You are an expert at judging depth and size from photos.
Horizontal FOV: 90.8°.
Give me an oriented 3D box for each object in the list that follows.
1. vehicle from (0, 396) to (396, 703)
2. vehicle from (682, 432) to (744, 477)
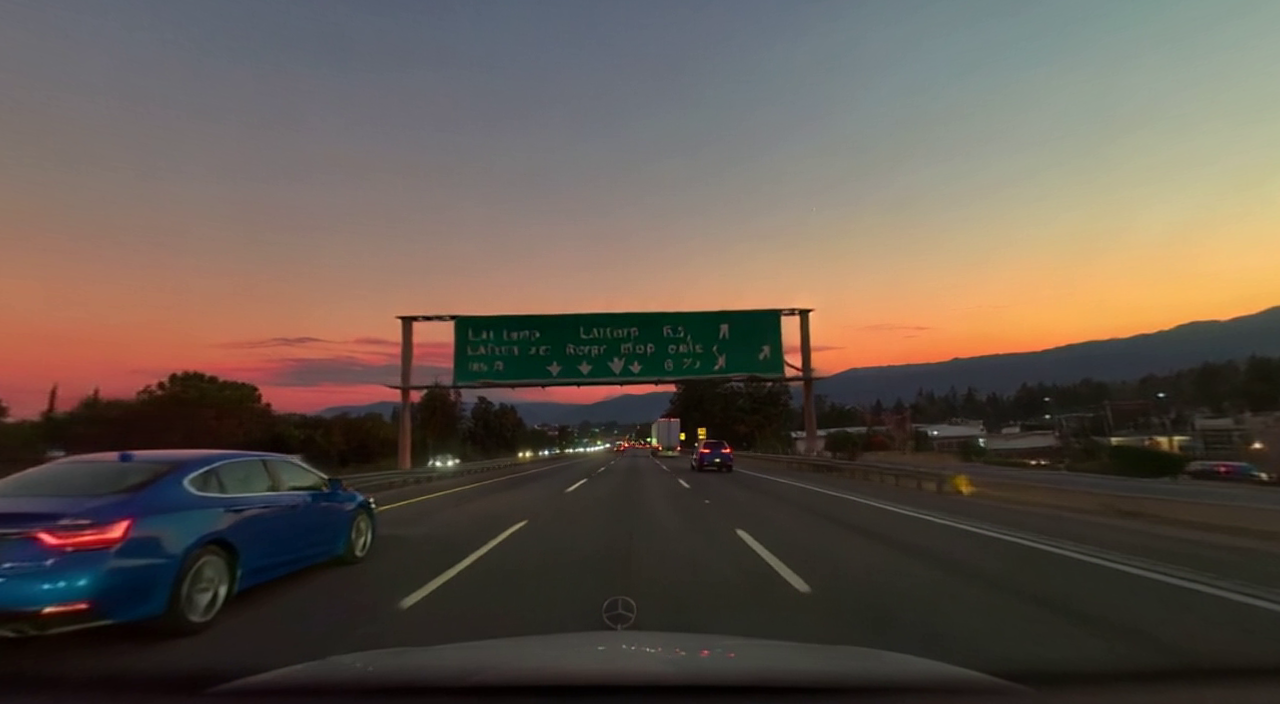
[{"bbox_3d":[-4.074,1.379,5.613,1.903,1.607,4.770,0,-8,0],"label":"vehicle"},{"bbox_3d":[3.040,4.391,27.357,2.065,1.760,4.488,0,-8,-1],"label":"vehicle"}]
